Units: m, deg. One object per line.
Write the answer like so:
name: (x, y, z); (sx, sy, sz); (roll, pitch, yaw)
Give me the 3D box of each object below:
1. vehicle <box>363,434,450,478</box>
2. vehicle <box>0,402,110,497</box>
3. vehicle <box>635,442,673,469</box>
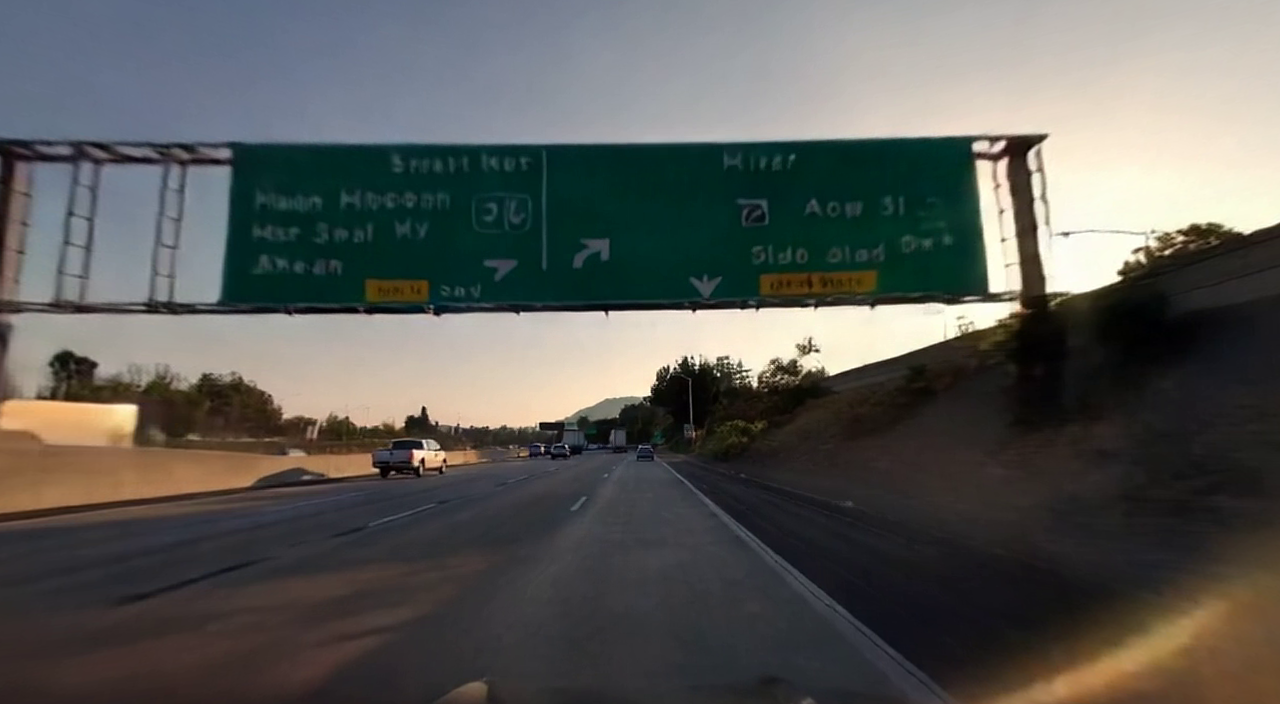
vehicle: (-10.567, 4.725, 29.037); (2.246, 1.812, 4.740); (0, -8, -1)
vehicle: (-17.743, 2.562, 16.538); (2.447, 2.421, 6.020); (0, -8, -1)
vehicle: (0.812, 6.117, 37.454); (2.137, 1.461, 3.999); (-1, -8, 1)
